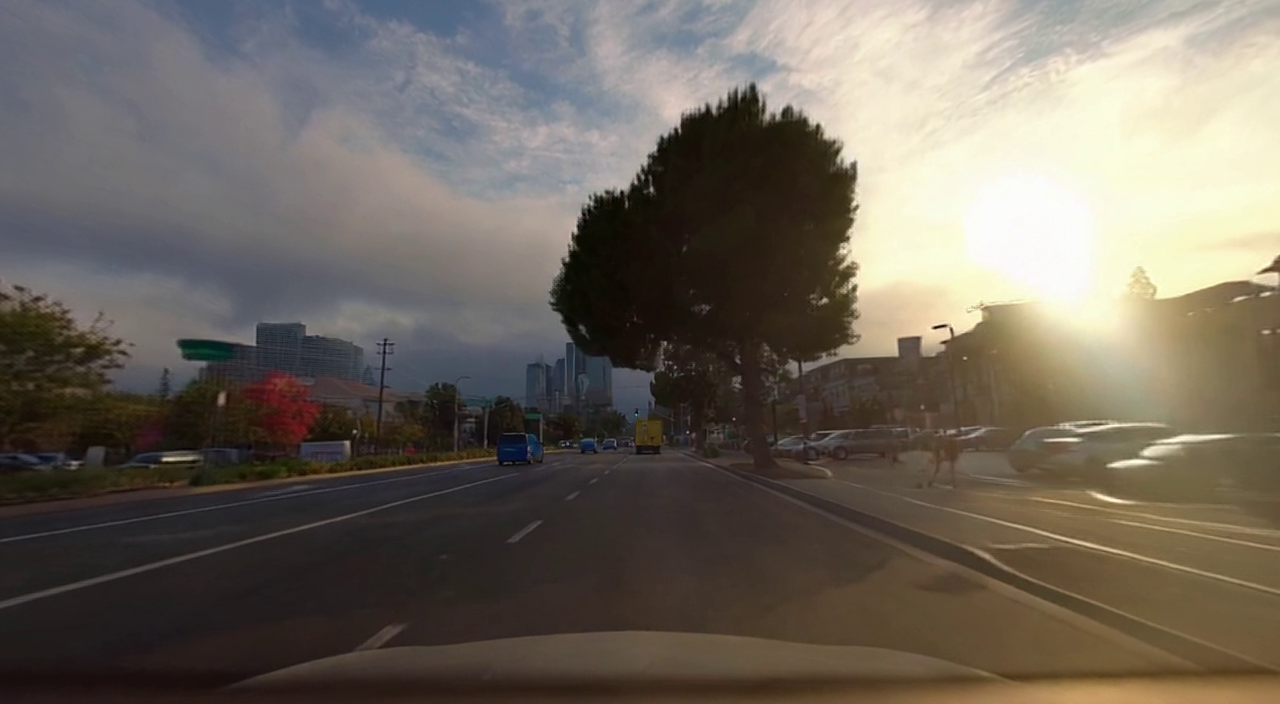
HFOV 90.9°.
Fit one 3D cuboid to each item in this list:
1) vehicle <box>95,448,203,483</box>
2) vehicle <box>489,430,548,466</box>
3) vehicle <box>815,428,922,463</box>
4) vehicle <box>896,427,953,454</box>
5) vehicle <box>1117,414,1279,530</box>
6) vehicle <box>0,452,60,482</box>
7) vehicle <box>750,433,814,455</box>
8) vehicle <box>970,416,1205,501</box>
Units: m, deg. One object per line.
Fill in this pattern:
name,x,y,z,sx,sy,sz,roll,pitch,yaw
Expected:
vehicle,-25.978,5.980,33.600,1.918,1.687,4.653,0,-8,1
vehicle,-6.761,5.439,35.753,2.149,1.893,5.187,0,-8,2
vehicle,11.485,4.761,31.957,4.655,1.688,1.876,0,-8,1
vehicle,20.270,6.364,45.114,1.983,1.782,4.920,-1,-8,3
vehicle,9.410,1.629,8.681,2.097,1.497,4.685,0,-8,2
vehicle,-33.613,6.043,33.329,4.071,1.495,1.741,0,-8,-2
vehicle,10.695,6.952,47.551,4.346,1.595,1.964,0,-8,0
vehicle,9.459,2.296,13.921,1.956,1.551,4.439,0,-8,1
